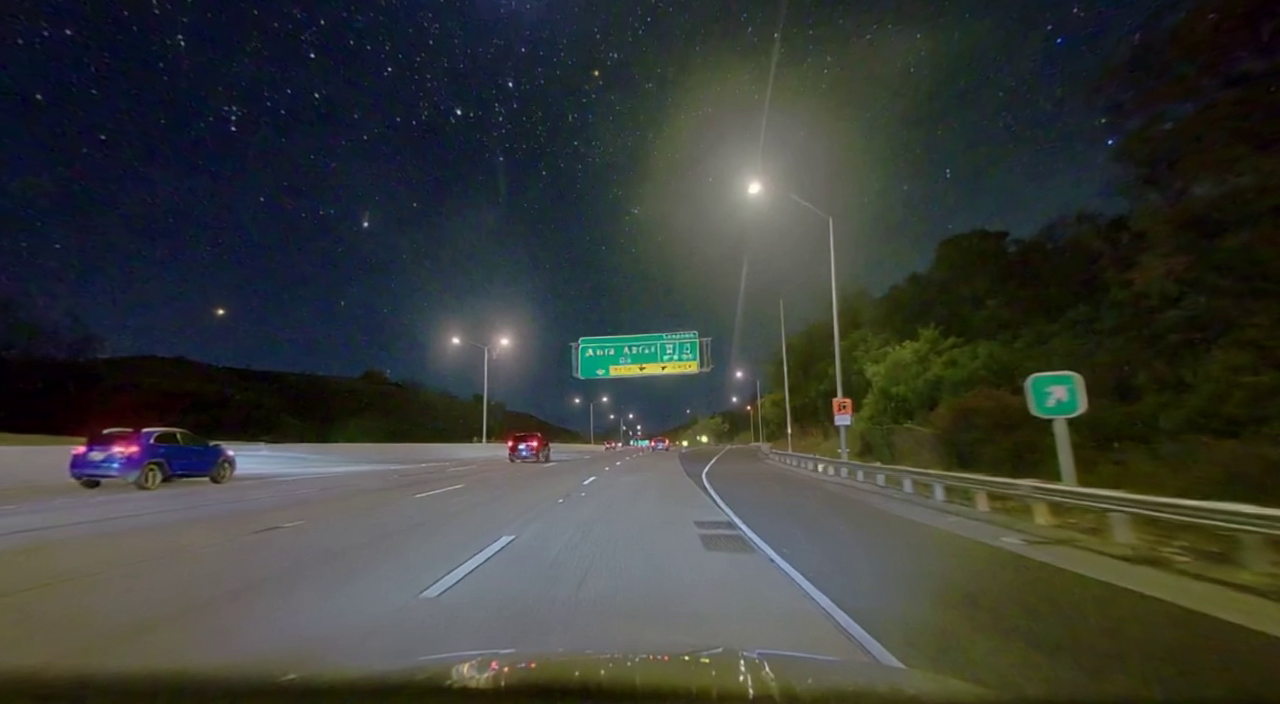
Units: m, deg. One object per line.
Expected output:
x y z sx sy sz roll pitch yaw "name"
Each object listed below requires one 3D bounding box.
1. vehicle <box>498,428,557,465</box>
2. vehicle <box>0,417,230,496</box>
-6.272 5.361 35.658 2.219 1.947 4.924 0 -9 2 "vehicle"
-13.845 2.787 17.048 2.079 1.822 4.893 0 -9 1 "vehicle"
